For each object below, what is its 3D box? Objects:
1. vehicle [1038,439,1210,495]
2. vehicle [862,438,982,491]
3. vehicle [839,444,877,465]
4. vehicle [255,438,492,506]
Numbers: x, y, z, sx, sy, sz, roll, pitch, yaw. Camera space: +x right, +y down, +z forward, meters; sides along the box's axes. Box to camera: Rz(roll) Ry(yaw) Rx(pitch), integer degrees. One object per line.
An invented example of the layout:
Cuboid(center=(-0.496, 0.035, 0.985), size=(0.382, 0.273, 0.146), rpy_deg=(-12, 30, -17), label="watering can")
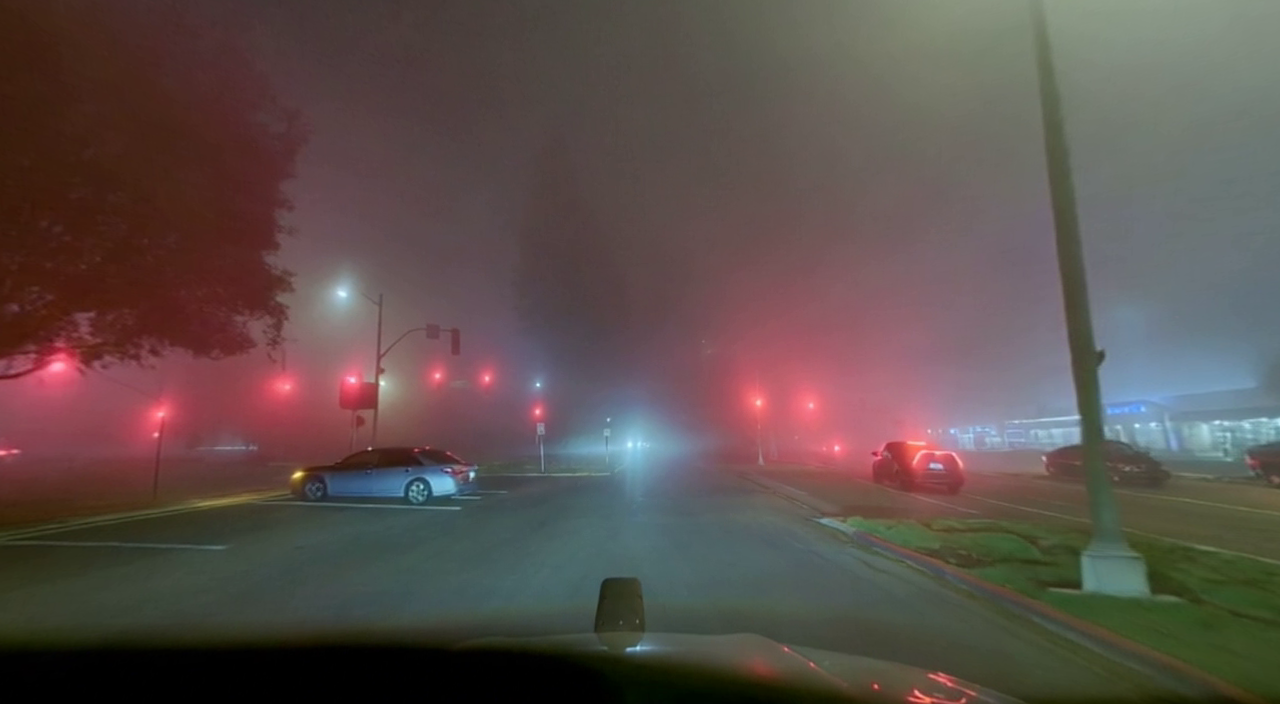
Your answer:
Cuboid(center=(14.386, 3.414, 19.178), size=(1.951, 1.491, 4.359), rpy_deg=(-1, -8, 4), label="vehicle")
Cuboid(center=(9.012, 3.615, 20.702), size=(2.061, 1.519, 4.794), rpy_deg=(-1, -8, 5), label="vehicle")
Cuboid(center=(16.531, 7.750, 48.071), size=(1.824, 1.453, 4.148), rpy_deg=(-3, -9, 8), label="vehicle")
Cuboid(center=(-6.297, 2.824, 15.236), size=(4.792, 1.468, 2.116), rpy_deg=(-1, -8, 10), label="vehicle")
